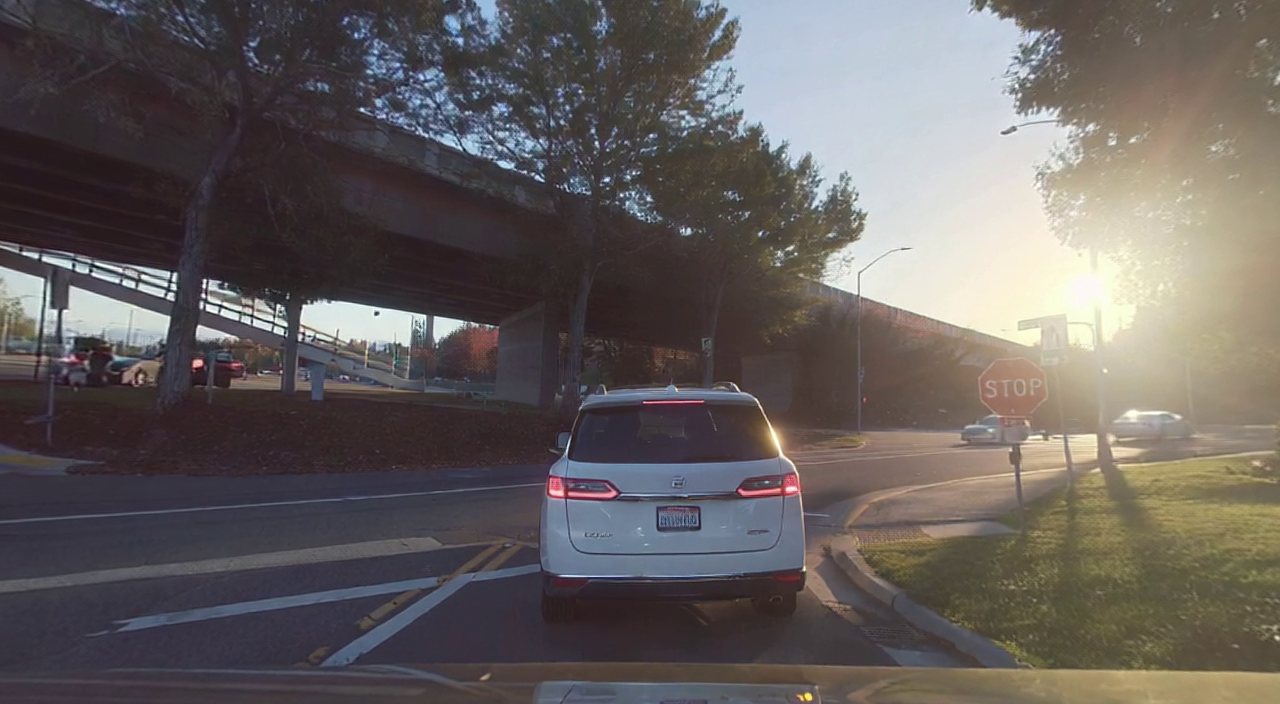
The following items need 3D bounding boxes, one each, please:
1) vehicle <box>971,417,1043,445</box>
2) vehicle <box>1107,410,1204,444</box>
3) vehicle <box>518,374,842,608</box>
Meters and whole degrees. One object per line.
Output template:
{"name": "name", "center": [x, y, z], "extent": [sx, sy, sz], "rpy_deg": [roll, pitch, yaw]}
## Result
{"name": "vehicle", "center": [24.223, 5.223, 41.621], "extent": [4.557, 1.712, 1.913], "rpy_deg": [3, -8, -29]}
{"name": "vehicle", "center": [28.775, 4.248, 35.158], "extent": [5.166, 1.791, 2.131], "rpy_deg": [4, -10, -27]}
{"name": "vehicle", "center": [0.305, 1.401, 7.129], "extent": [2.494, 1.804, 4.336], "rpy_deg": [0, -9, 0]}
